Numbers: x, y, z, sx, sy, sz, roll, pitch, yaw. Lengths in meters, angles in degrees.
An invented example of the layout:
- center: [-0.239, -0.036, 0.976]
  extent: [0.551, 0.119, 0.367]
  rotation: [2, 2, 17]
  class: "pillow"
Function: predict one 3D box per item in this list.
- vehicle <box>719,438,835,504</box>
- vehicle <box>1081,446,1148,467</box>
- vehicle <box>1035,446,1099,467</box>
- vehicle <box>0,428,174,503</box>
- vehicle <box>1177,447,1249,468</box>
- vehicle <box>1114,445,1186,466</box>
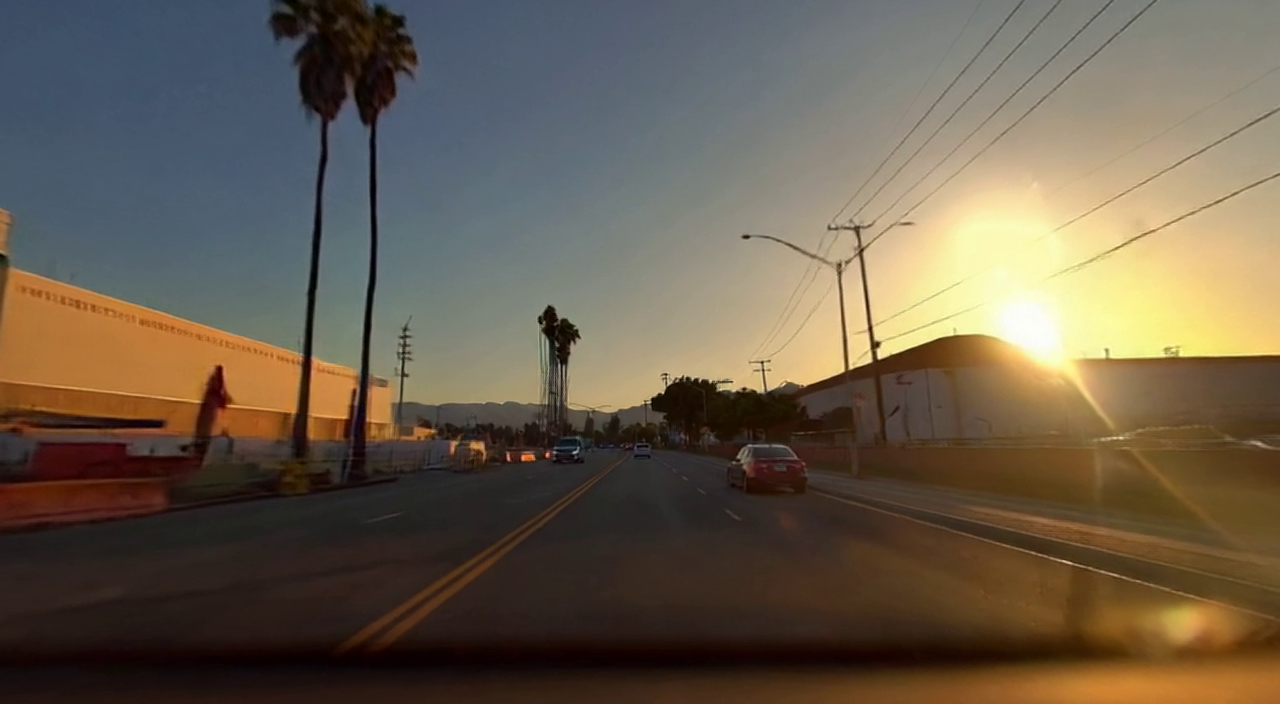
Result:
- center: [3.575, 3.200, 17.386]
  extent: [2.148, 1.562, 4.642]
  rotation: [0, -8, 0]
  class: "vehicle"
- center: [36.004, 7.897, 47.762]
  extent: [1.784, 1.509, 4.273]
  rotation: [0, -8, 2]
  class: "vehicle"
- center: [32.849, 8.017, 48.456]
  extent: [1.851, 1.522, 4.665]
  rotation: [0, -8, 2]
  class: "vehicle"
- center: [-18.032, 3.381, 19.040]
  extent: [5.894, 2.071, 2.464]
  rotation: [8, -11, -41]
  class: "vehicle"
- center: [44.671, 8.190, 49.036]
  extent: [1.776, 1.502, 4.088]
  rotation: [2, -8, 0]
  class: "vehicle"
- center: [39.168, 7.945, 48.361]
  extent: [1.869, 1.516, 4.343]
  rotation: [0, -8, 0]
  class: "vehicle"
